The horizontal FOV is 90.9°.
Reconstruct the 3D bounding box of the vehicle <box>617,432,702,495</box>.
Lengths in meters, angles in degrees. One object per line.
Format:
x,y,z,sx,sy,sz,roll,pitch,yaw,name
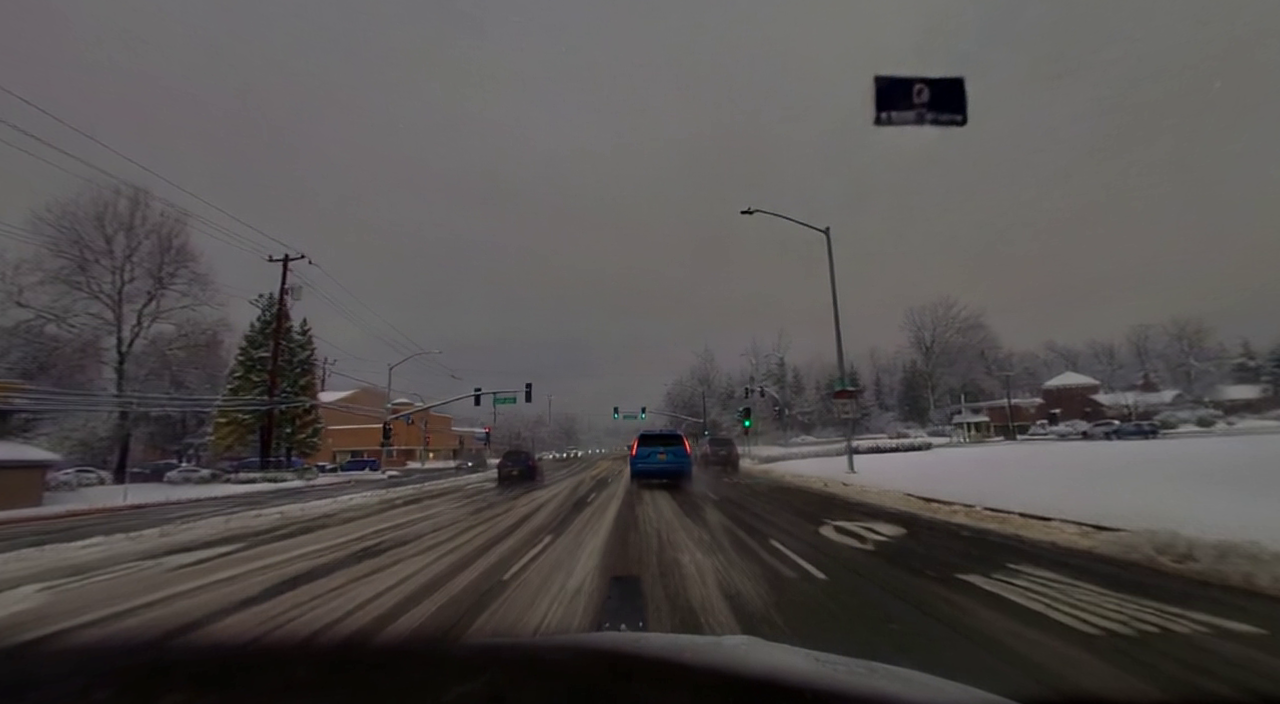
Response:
0.568,3.719,21.455,2.513,1.854,5.235,0,-9,0,vehicle

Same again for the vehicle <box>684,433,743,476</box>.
3.916,5.626,34.715,2.452,2.148,5.877,0,-9,-1,vehicle

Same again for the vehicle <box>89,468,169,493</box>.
-34.397,8.628,42.447,4.542,1.475,1.903,-3,-9,18,vehicle

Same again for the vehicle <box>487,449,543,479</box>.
-6.491,5.855,33.243,1.966,1.461,4.422,0,-9,1,vehicle
